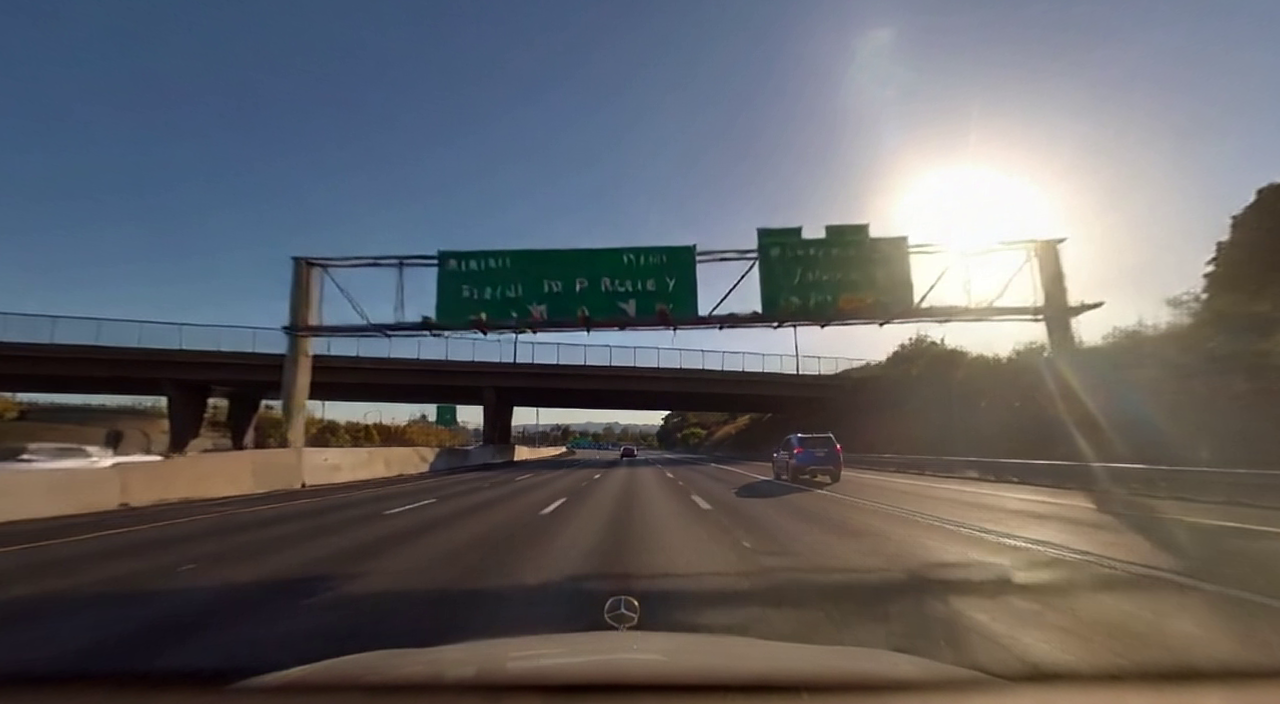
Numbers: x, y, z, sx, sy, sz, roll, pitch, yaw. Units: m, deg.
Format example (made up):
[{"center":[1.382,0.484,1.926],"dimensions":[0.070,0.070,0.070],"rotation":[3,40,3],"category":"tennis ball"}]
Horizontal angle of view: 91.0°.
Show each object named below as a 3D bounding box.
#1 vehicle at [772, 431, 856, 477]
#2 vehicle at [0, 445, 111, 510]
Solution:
[{"center":[7.030,4.193,26.009],"dimensions":[2.091,1.711,4.383],"rotation":[0,-9,-2],"category":"vehicle"},{"center":[-15.884,3.072,15.609],"dimensions":[1.961,1.511,4.018],"rotation":[0,-9,1],"category":"vehicle"}]
